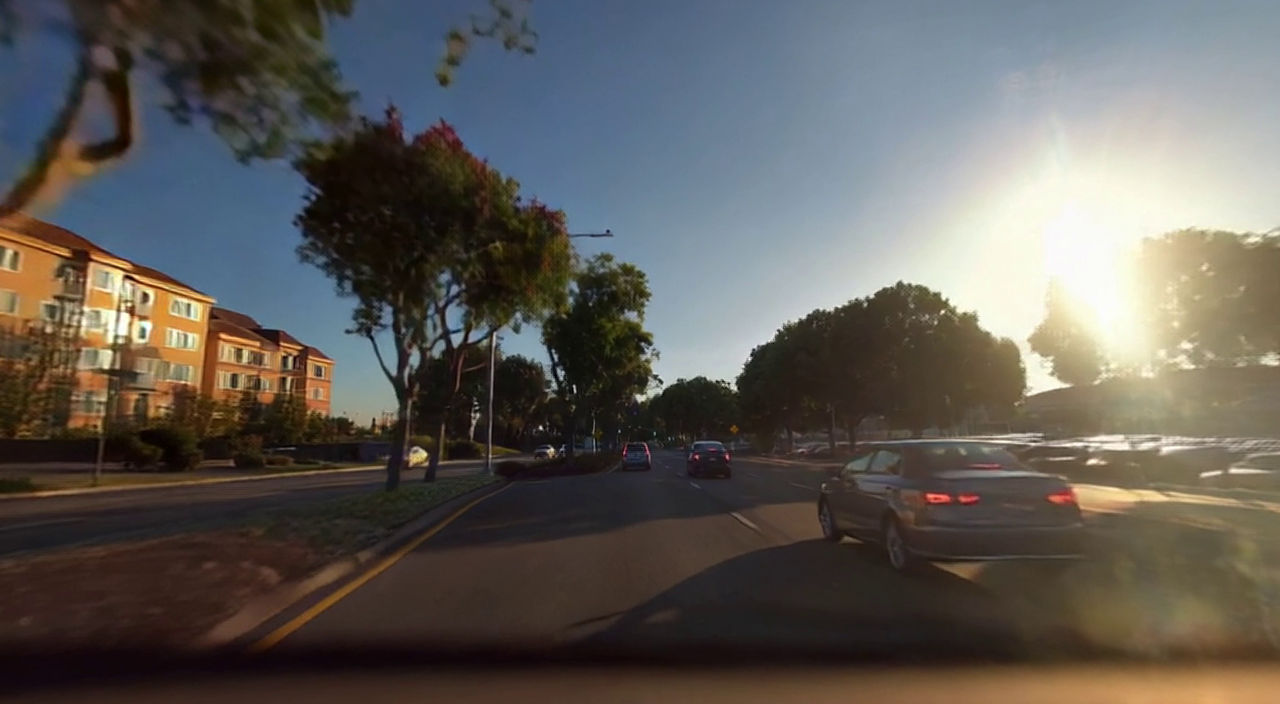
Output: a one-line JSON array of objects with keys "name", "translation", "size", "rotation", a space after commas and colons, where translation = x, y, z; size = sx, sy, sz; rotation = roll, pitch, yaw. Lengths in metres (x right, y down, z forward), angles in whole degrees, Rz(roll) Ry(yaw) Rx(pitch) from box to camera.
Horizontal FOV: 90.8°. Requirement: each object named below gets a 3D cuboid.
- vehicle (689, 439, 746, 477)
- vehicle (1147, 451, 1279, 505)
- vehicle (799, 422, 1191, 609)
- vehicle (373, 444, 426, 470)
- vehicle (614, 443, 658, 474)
[{"name": "vehicle", "translation": [3.511, 4.944, 29.623], "size": [2.041, 1.611, 4.426], "rotation": [0, -8, -1]}, {"name": "vehicle", "translation": [17.647, 3.721, 19.008], "size": [4.099, 1.413, 1.978], "rotation": [4, -9, -25]}, {"name": "vehicle", "translation": [3.529, 1.698, 7.611], "size": [1.953, 1.514, 4.672], "rotation": [0, -8, -1]}, {"name": "vehicle", "translation": [-16.262, 7.083, 42.962], "size": [1.920, 1.635, 4.261], "rotation": [0, -8, 0]}, {"name": "vehicle", "translation": [-0.261, 5.367, 32.094], "size": [2.095, 1.456, 3.873], "rotation": [0, -8, -1]}]
